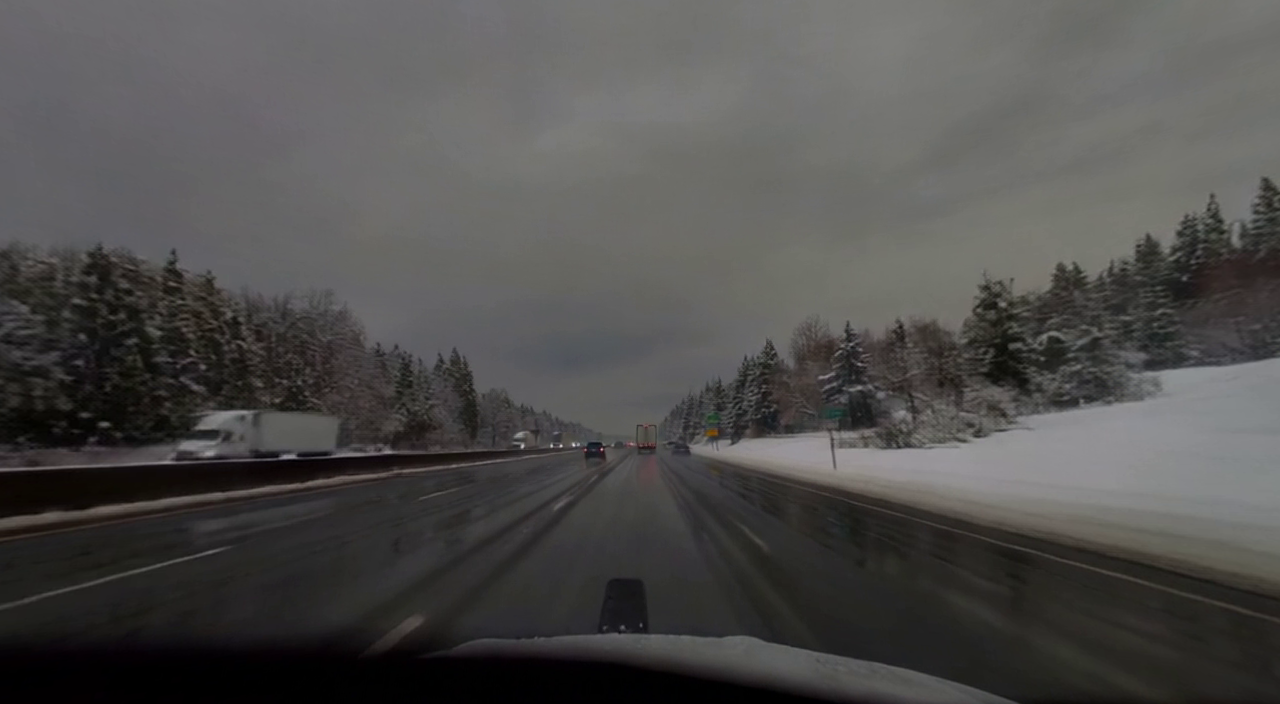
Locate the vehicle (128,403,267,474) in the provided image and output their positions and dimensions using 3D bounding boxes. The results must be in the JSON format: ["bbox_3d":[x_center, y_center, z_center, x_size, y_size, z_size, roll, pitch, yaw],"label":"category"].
[{"bbox_3d":[-23.669,4.695,34.142,2.990,3.503,6.029,0,-8,0],"label":"vehicle"}]

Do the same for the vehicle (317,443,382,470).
[{"bbox_3d":[-15.641,5.632,34.073,1.777,1.373,3.547,0,-8,0],"label":"vehicle"}]
